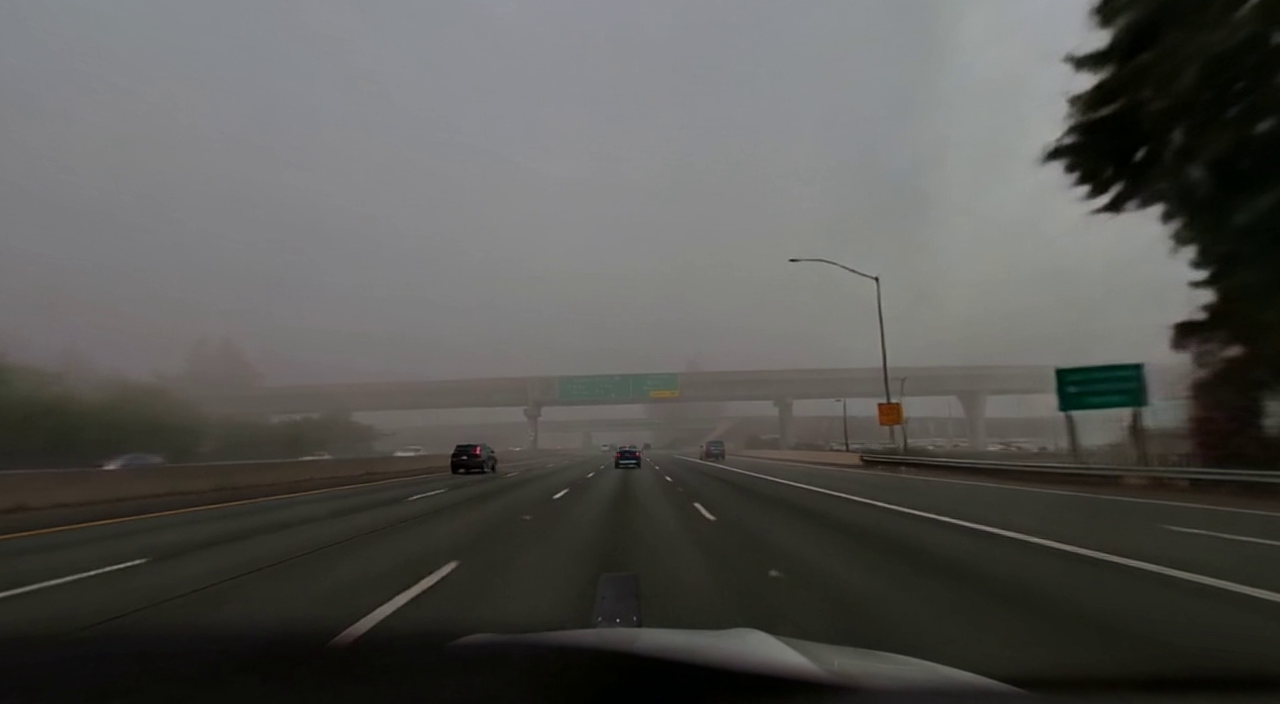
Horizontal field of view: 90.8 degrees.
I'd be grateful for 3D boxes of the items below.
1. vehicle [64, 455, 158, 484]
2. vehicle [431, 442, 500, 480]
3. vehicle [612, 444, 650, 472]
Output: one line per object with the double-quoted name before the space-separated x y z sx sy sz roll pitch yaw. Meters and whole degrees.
"vehicle" -34.918 7.764 41.908 2.037 1.705 4.919 0 -8 -1
"vehicle" -7.833 4.937 28.873 1.957 1.554 4.350 0 -9 -1
"vehicle" -0.534 5.825 34.949 2.012 1.471 4.059 0 -9 -2
